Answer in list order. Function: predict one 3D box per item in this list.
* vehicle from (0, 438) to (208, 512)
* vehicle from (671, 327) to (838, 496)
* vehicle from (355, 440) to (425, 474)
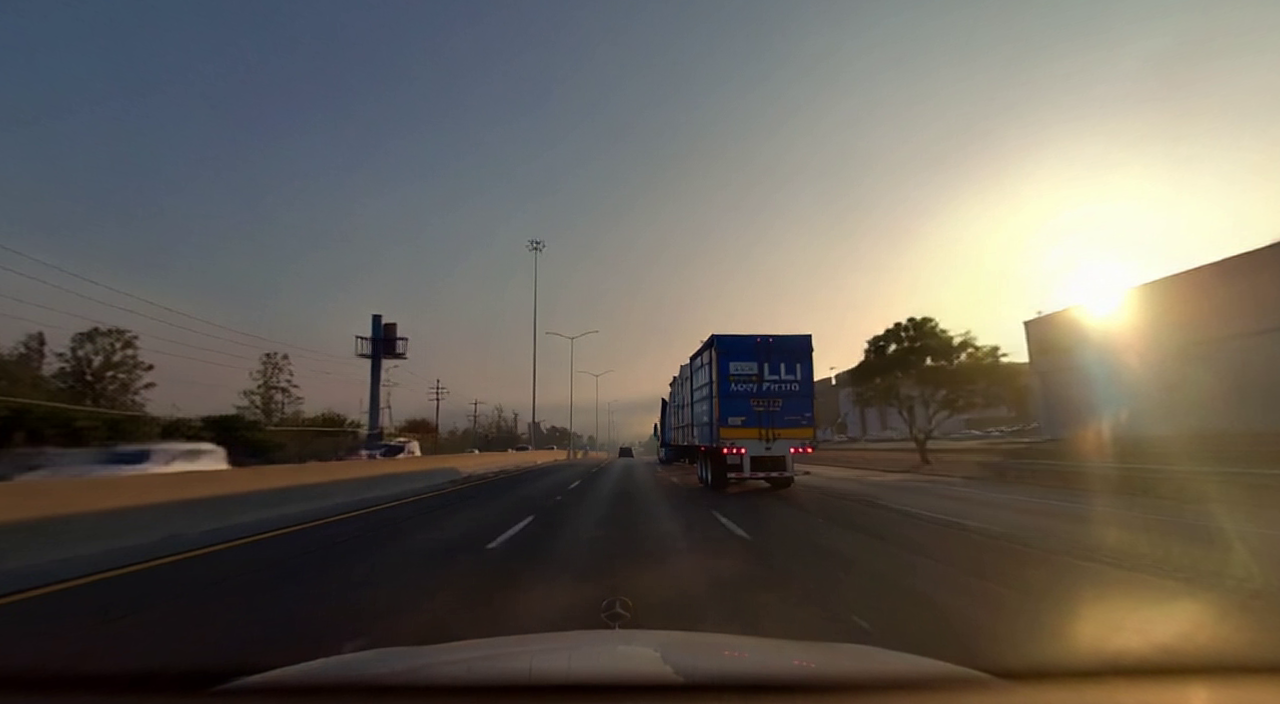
[{"bbox_3d":[-11.355,2.586,13.693,1.620,1.372,3.339,0,-9,-1],"label":"vehicle"},{"bbox_3d":[3.379,2.789,24.961,2.891,4.387,17.121,0,-9,-2],"label":"vehicle"},{"bbox_3d":[-11.644,4.908,29.667,1.757,1.451,3.658,0,-9,0],"label":"vehicle"}]
